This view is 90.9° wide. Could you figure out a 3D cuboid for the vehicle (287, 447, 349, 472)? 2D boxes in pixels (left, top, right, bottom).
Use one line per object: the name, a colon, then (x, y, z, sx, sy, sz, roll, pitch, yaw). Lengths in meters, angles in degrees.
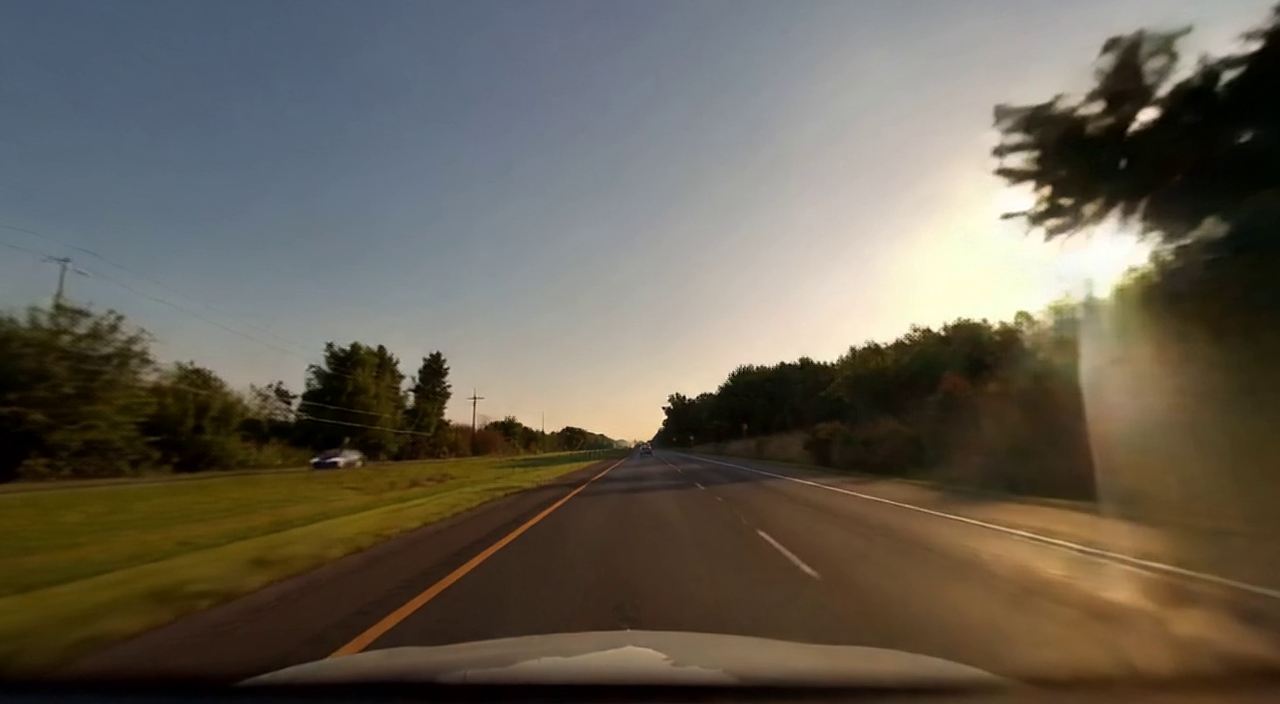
vehicle: (-24.590, 8.173, 48.395, 2.062, 1.769, 5.054, -1, -8, 1)
